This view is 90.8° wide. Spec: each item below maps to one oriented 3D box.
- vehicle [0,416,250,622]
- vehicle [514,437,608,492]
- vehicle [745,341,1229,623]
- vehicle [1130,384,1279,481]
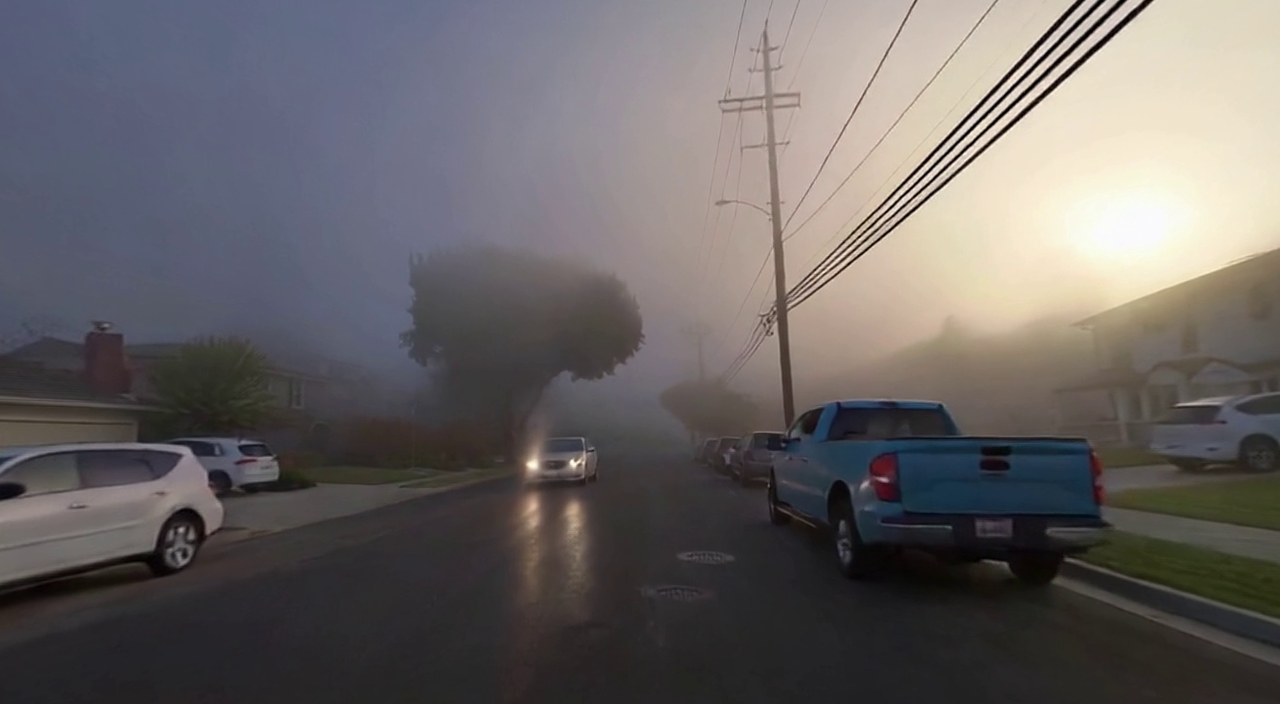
[{"bbox_3d":[-6.548,1.619,6.604,1.930,1.784,4.474,0,-8,2],"label":"vehicle"},{"bbox_3d":[-2.372,3.520,20.215,2.213,1.548,4.370,0,-8,3],"label":"vehicle"},{"bbox_3d":[3.010,1.385,7.838,2.437,2.015,6.511,0,-8,1],"label":"vehicle"},{"bbox_3d":[14.318,1.722,14.109,4.778,1.903,2.205,-3,-8,-1],"label":"vehicle"}]
